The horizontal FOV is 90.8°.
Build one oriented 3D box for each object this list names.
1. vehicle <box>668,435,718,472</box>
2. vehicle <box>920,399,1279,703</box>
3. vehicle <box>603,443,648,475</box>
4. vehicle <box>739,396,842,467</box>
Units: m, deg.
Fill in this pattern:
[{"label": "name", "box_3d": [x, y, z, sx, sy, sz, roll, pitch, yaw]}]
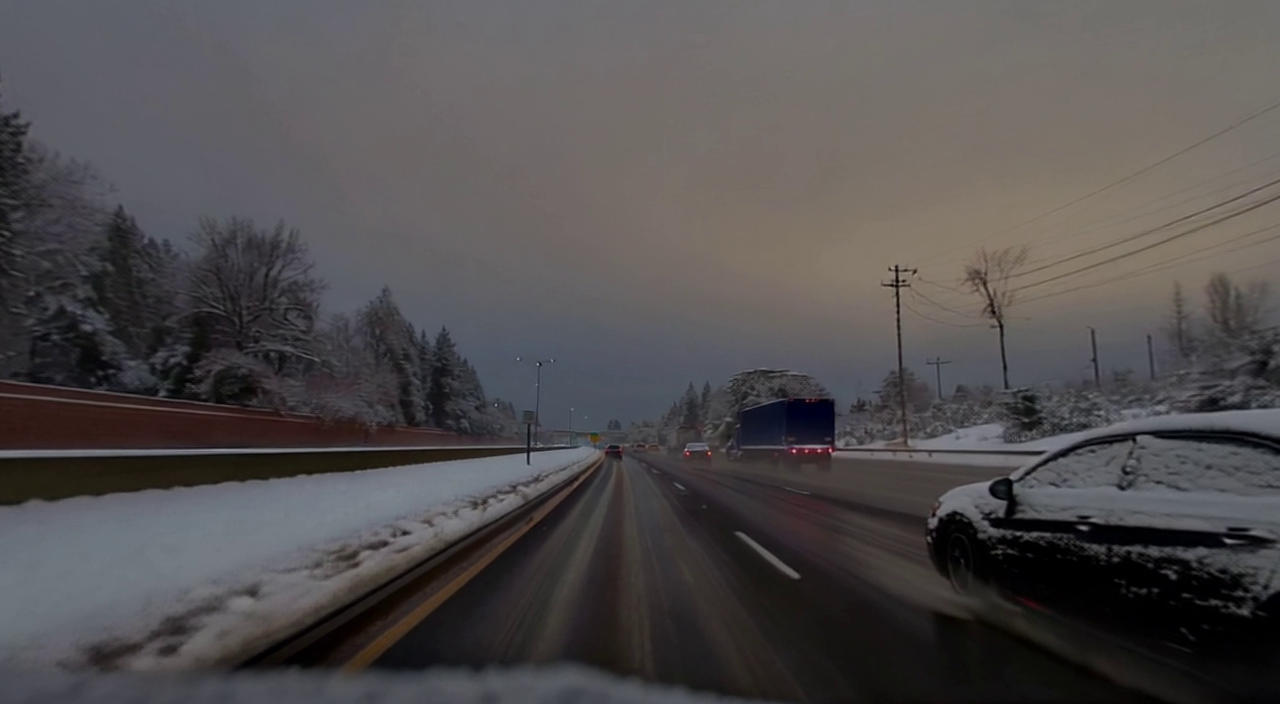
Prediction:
[{"label": "vehicle", "box_3d": [2.801, 5.529, 34.452, 2.114, 1.849, 4.692, 0, -9, -3]}, {"label": "vehicle", "box_3d": [3.439, 1.056, 3.357, 1.922, 1.465, 4.165, 0, -9, -1]}, {"label": "vehicle", "box_3d": [-0.732, 5.293, 31.483, 2.083, 1.477, 3.965, 0, -9, -2]}, {"label": "vehicle", "box_3d": [9.986, 5.785, 44.653, 2.914, 4.134, 15.553, 0, -9, -2]}]
